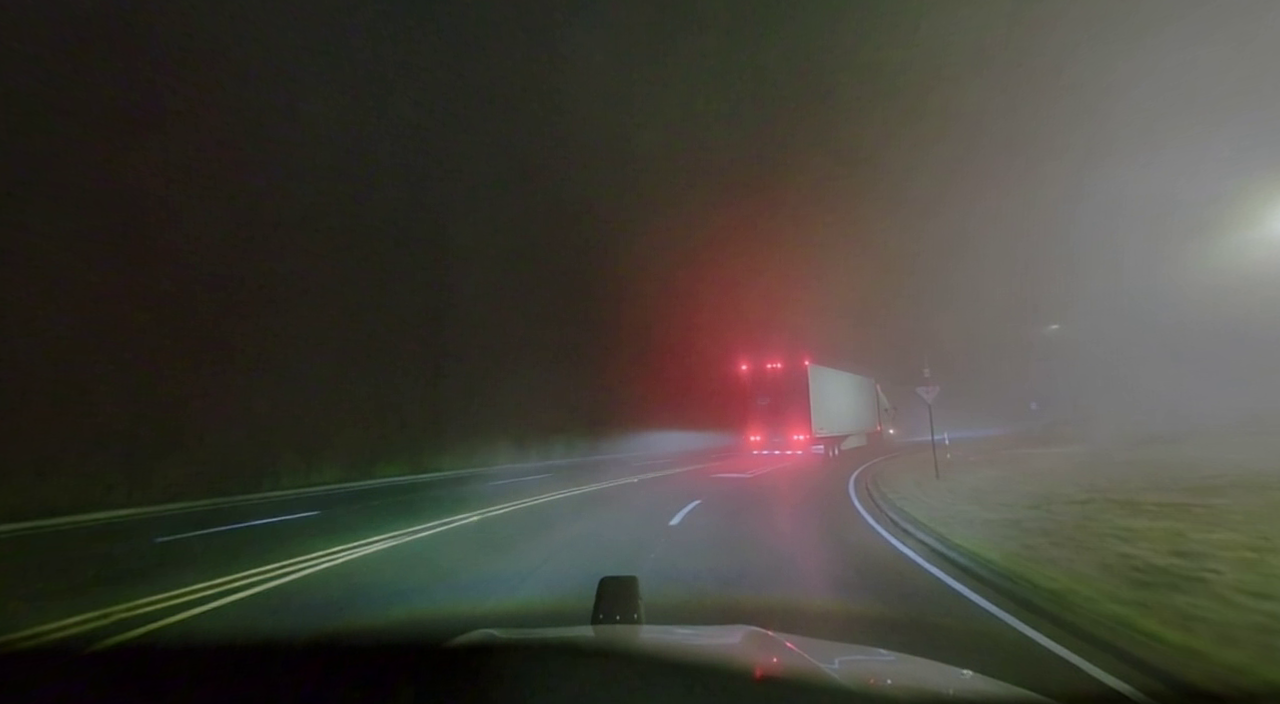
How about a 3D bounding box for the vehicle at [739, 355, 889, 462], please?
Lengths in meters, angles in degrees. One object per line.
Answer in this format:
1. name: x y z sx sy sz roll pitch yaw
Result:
1. vehicle: 7.843 2.657 26.960 2.837 3.712 10.484 -6 -10 34
